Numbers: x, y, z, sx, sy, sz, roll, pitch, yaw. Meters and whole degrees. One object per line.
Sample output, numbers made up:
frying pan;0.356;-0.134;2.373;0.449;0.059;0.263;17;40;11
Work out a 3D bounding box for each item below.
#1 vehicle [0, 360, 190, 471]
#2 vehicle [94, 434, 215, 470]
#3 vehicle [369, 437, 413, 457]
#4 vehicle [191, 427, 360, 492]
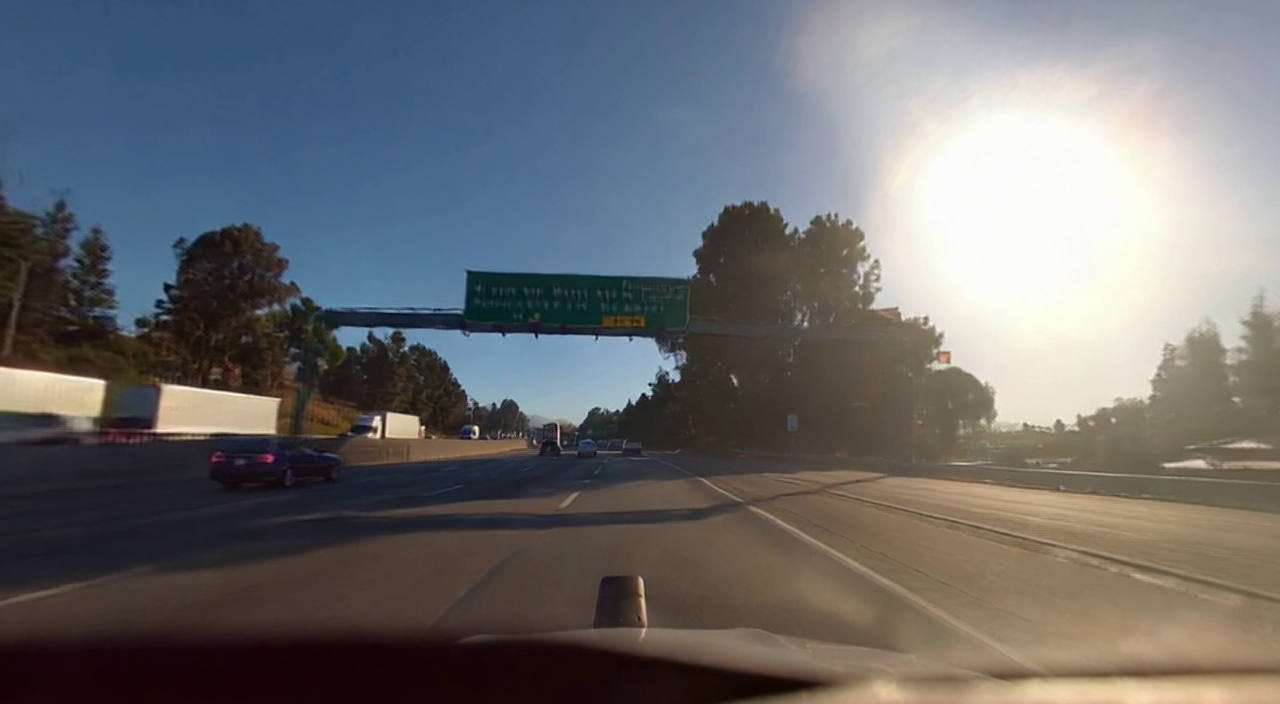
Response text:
vehicle;-25.177;2.734;26.084;2.859;4.057;14.449;0;-8;-2
vehicle;-21.593;4.436;28.319;2.076;1.446;4.276;0;-8;-1
vehicle;-18.423;7.047;46.802;1.833;1.439;3.471;0;-8;-1
vehicle;-10.574;3.124;18.859;2.197;1.654;4.823;0;-8;-1
